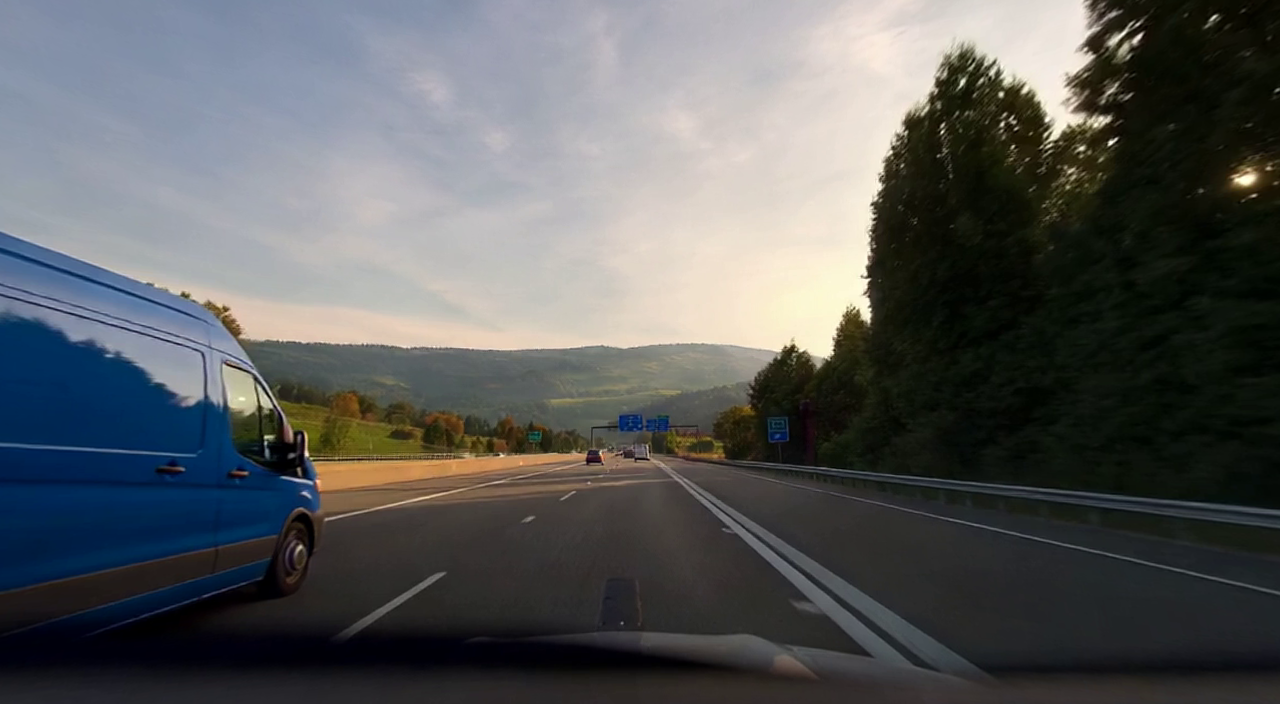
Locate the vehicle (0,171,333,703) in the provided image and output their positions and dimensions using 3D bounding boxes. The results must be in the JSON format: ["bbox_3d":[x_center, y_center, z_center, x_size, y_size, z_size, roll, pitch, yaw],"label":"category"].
[{"bbox_3d":[-4.177,0.418,2.552,2.320,2.636,7.021,0,-9,0],"label":"vehicle"}]

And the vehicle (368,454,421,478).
[{"bbox_3d":[-16.541,7.700,42.706,1.840,1.455,4.357,0,-9,0],"label":"vehicle"}]
